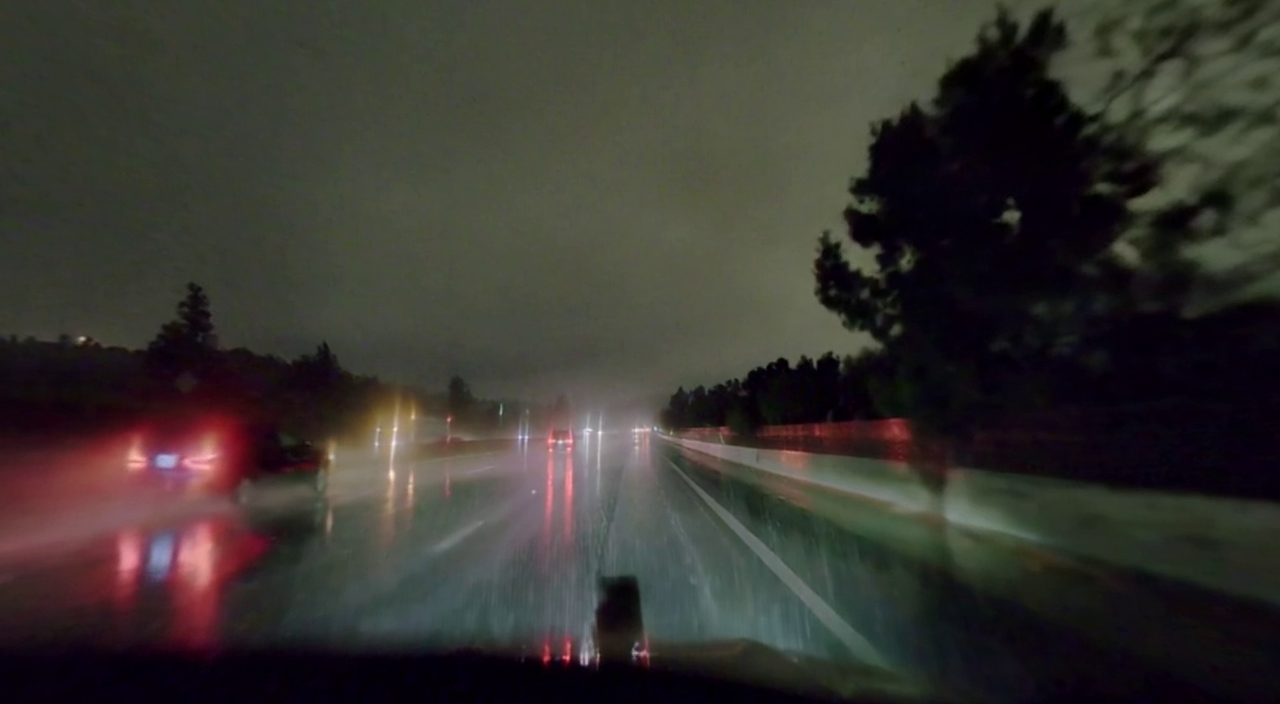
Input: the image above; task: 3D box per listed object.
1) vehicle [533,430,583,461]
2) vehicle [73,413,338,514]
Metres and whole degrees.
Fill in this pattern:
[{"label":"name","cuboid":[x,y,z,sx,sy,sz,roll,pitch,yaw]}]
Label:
[{"label":"vehicle","cuboid":[-4.329,5.007,33.804,2.064,1.571,4.225,0,-8,0]},{"label":"vehicle","cuboid":[-8.140,2.115,12.470,2.113,1.632,4.409,0,-8,-1]}]
